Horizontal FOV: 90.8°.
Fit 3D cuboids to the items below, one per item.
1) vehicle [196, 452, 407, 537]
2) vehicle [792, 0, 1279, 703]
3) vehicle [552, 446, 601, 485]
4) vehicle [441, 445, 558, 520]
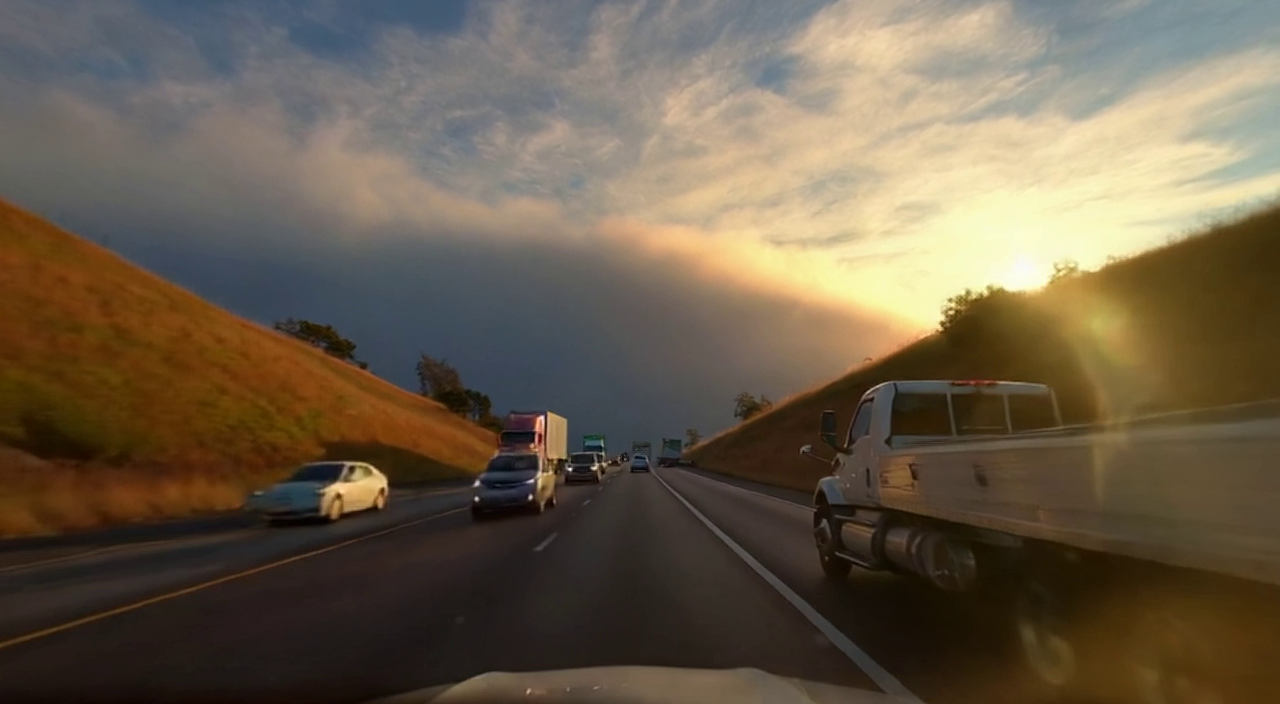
[{"bbox_3d":[-6.670,2.815,13.159,1.911,1.422,4.515,0,-9,0],"label":"vehicle"},{"bbox_3d":[3.222,0.134,3.939,2.959,3.973,5.928,0,-9,0],"label":"vehicle"},{"bbox_3d":[-3.172,5.773,32.416,2.088,1.860,4.164,0,-9,0],"label":"vehicle"},{"bbox_3d":[-3.275,3.107,15.513,2.005,1.598,3.684,0,-9,0],"label":"vehicle"}]
